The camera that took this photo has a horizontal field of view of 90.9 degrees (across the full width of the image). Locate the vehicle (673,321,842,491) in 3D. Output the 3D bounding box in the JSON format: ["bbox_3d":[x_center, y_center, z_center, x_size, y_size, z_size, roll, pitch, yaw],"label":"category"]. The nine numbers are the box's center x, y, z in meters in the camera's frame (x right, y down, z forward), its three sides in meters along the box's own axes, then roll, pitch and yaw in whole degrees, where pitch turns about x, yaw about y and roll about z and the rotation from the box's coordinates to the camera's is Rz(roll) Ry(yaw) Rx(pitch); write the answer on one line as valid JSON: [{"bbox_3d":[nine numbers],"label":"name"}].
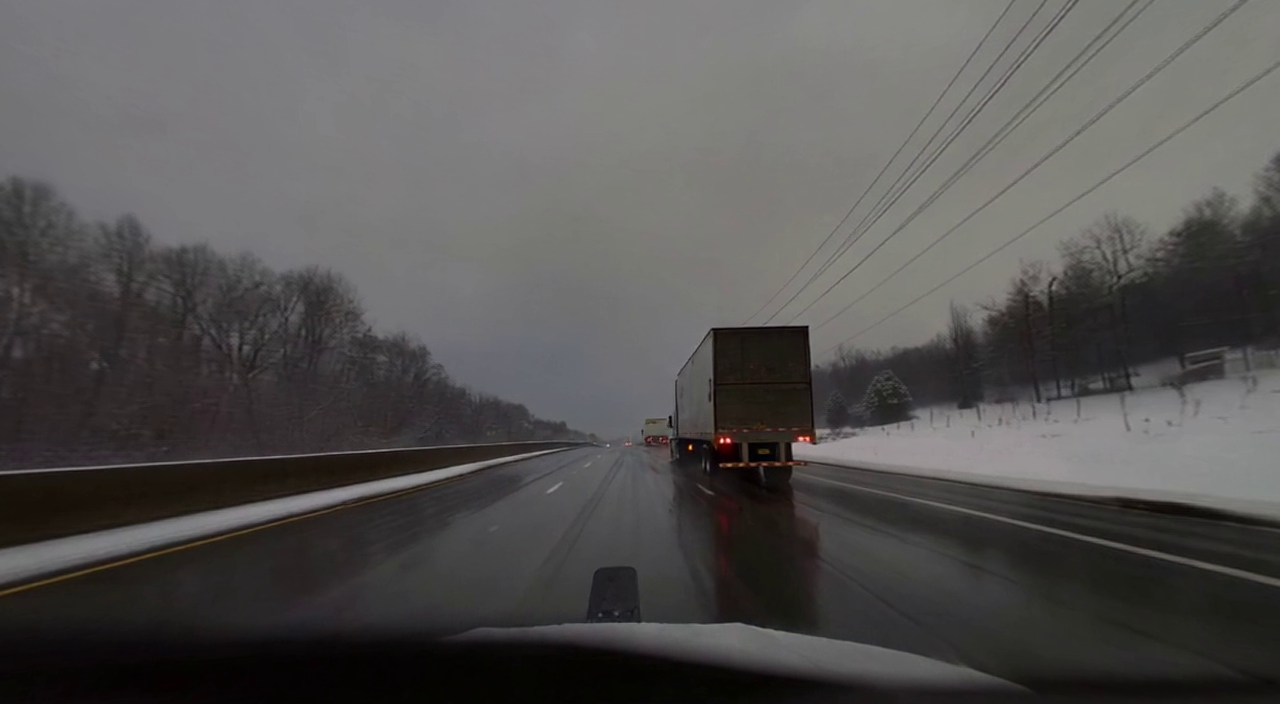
[{"bbox_3d":[3.153,2.224,22.192,2.905,4.080,14.157,0,-8,-1],"label":"vehicle"}]
